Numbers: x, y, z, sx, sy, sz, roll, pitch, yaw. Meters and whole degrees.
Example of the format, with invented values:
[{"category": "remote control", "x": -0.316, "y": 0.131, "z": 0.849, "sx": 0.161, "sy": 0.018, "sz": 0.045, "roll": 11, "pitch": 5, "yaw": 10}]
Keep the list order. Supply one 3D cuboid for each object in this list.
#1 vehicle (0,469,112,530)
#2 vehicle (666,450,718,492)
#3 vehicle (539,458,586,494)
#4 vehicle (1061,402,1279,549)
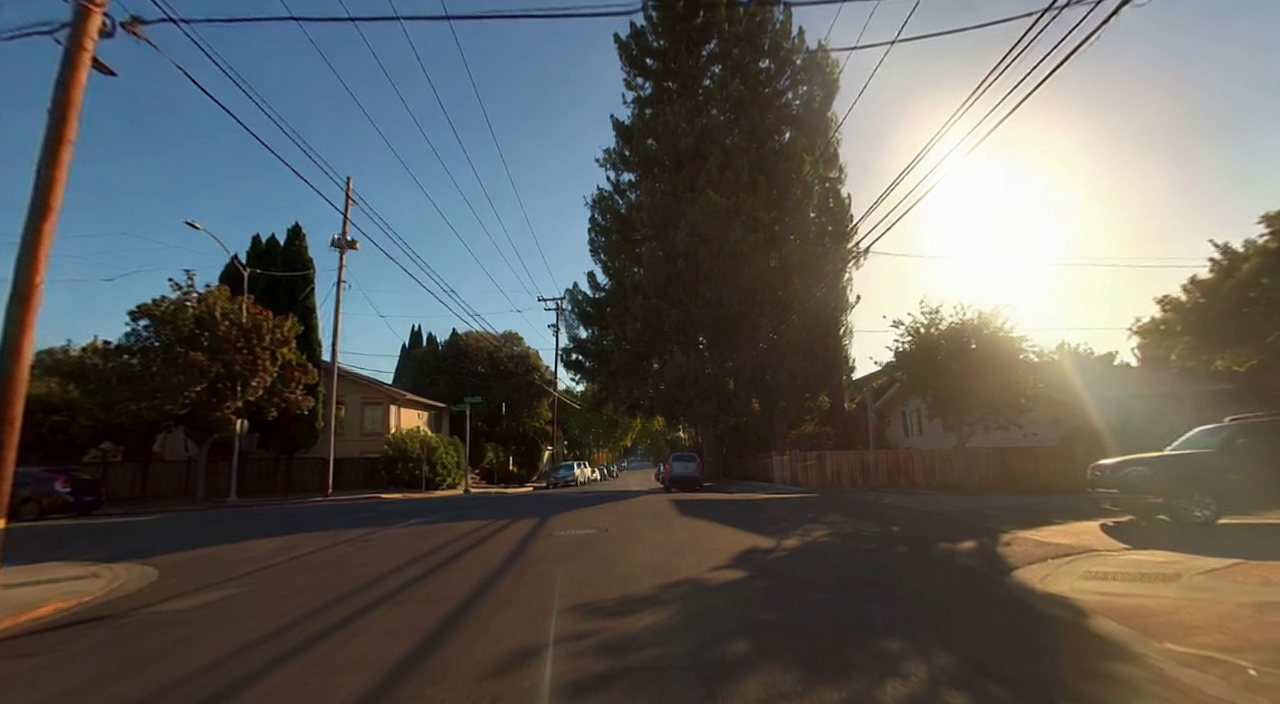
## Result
[{"category": "vehicle", "x": -19.196, "y": 4.500, "z": 19.482, "sx": 3.977, "sy": 1.665, "sz": 1.976, "roll": 0, "pitch": -8, "yaw": 0}, {"category": "vehicle", "x": 2.570, "y": 5.980, "z": 32.163, "sx": 2.051, "sy": 1.874, "sz": 4.459, "roll": 0, "pitch": -8, "yaw": -3}, {"category": "vehicle", "x": -4.297, "y": 6.915, "z": 35.697, "sx": 2.189, "sy": 1.771, "sz": 4.571, "roll": 0, "pitch": -8, "yaw": -1}, {"category": "vehicle", "x": 9.668, "y": 1.818, "z": 9.683, "sx": 4.677, "sy": 1.949, "sz": 2.334, "roll": -1, "pitch": -8, "yaw": 3}]
